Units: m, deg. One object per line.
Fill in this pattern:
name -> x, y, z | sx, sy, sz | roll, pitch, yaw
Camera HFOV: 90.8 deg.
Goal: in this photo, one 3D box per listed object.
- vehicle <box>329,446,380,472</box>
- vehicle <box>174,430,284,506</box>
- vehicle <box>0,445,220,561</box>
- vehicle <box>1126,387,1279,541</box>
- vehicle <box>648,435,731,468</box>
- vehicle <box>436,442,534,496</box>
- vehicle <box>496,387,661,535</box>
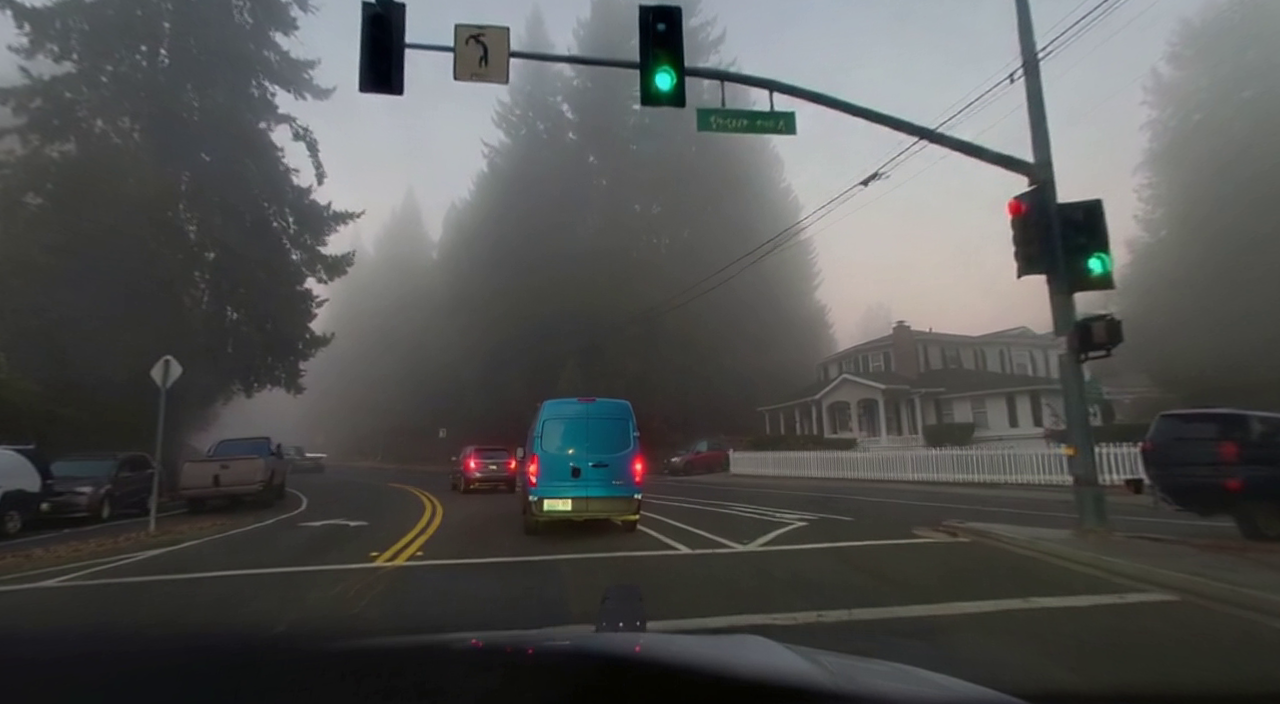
vehicle -> -18.095, 6.734, 39.924 | 1.911, 1.493, 4.291 | 6, -10, -37
vehicle -> -11.901, 3.298, 18.629 | 2.228, 1.871, 5.492 | 5, -10, -30
vehicle -> -8.784, 2.239, 10.193 | 1.952, 1.461, 4.377 | 2, -9, -15
vehicle -> 10.436, 1.437, 8.083 | 2.514, 2.026, 6.104 | 7, -11, -39
vehicle -> 2.835, 5.619, 35.978 | 4.559, 1.754, 1.985 | 6, -11, -38
vehicle -> -4.891, 3.513, 19.510 | 2.008, 1.445, 4.386 | 4, -9, -26
vehicle -> -1.403, 1.952, 11.791 | 2.213, 2.124, 4.809 | 2, -9, -16
